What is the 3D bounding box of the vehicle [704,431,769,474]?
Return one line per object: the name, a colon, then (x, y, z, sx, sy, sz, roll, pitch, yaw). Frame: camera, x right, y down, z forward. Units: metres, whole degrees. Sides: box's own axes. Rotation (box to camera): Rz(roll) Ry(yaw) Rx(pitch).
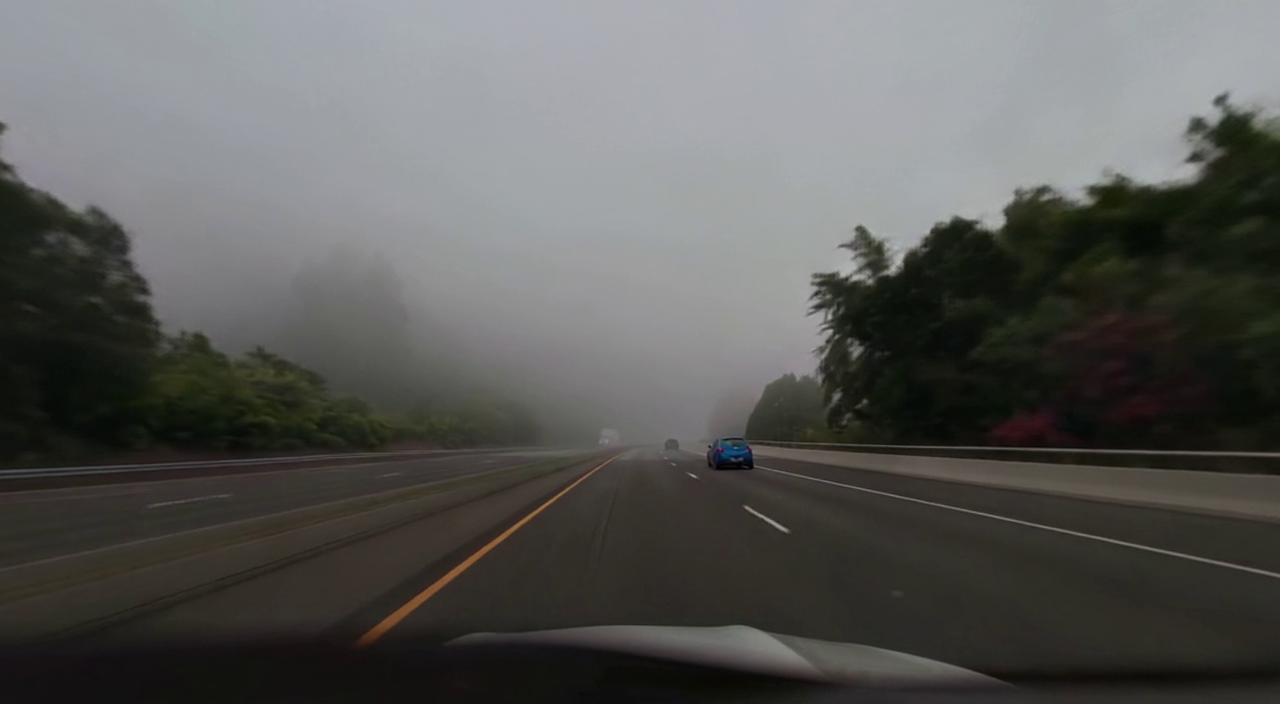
vehicle: (4.009, 4.262, 26.859, 2.022, 1.663, 4.245, 0, -8, -1)
